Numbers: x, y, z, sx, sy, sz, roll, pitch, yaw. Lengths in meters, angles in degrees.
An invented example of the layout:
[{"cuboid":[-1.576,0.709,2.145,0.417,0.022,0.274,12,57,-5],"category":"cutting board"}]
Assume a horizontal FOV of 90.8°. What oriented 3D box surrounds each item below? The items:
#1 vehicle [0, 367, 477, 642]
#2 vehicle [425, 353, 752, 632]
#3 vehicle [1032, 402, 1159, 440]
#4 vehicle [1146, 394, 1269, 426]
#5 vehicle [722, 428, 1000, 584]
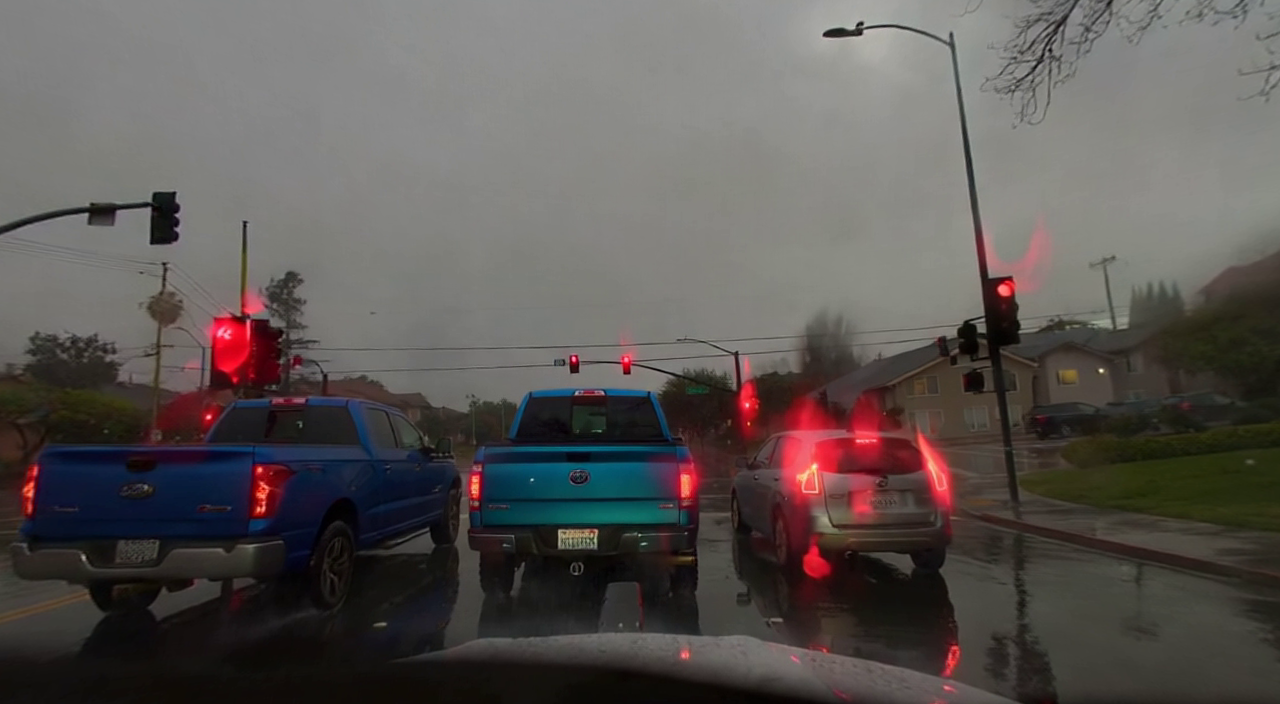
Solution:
[{"cuboid":[-3.453,1.392,6.866,2.146,1.828,5.148,0,-9,-2],"category":"vehicle"},{"cuboid":[-0.391,1.310,6.747,2.282,1.964,4.421,0,-9,-1],"category":"vehicle"},{"cuboid":[23.316,3.586,32.485,4.721,1.866,2.188,0,-9,2],"category":"vehicle"},{"cuboid":[29.281,3.039,32.689,4.540,1.543,1.803,0,-9,0],"category":"vehicle"},{"cuboid":[2.414,1.812,8.309,2.016,1.481,4.336,0,-9,-1],"category":"vehicle"}]
